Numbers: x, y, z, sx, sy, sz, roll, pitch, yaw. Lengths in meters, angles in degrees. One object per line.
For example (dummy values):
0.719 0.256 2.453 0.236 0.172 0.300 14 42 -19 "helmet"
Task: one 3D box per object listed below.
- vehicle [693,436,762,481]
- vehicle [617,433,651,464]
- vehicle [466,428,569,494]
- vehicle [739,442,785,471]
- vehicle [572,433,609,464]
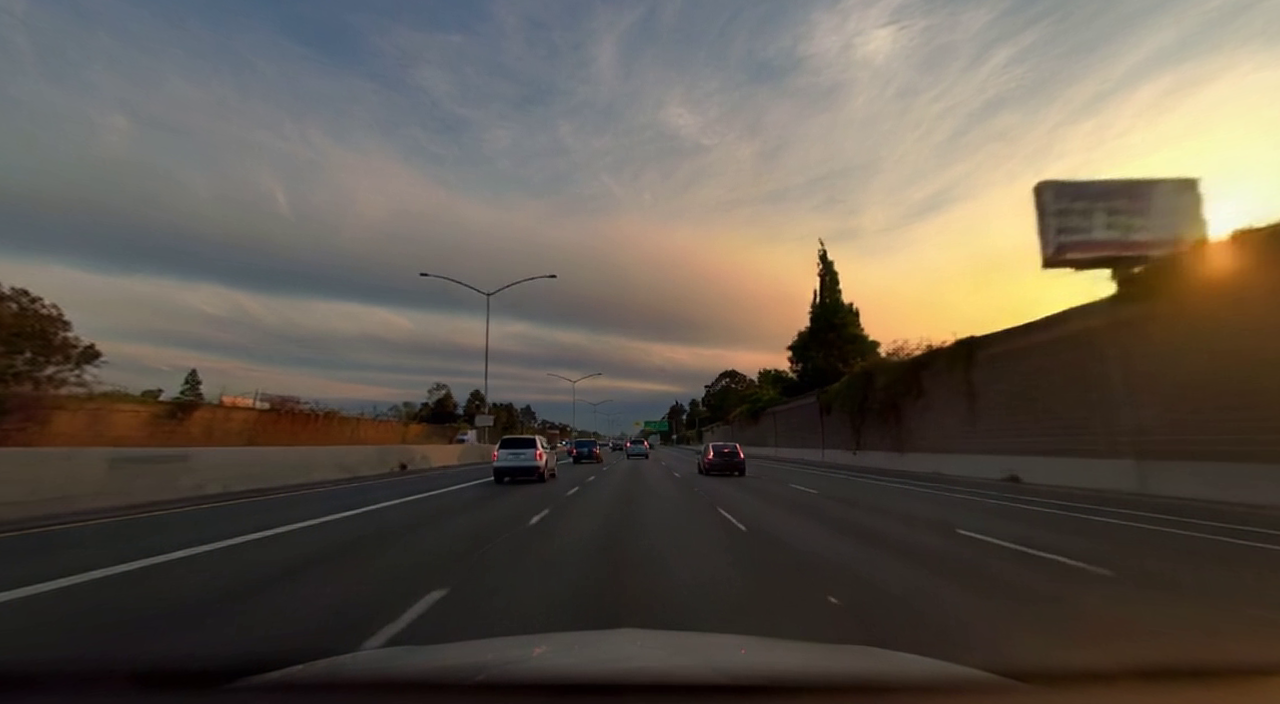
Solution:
3.590 4.479 26.769 2.224 1.752 4.487 0 -8 -1 "vehicle"
-0.415 7.371 48.392 2.485 2.215 5.199 0 -8 1 "vehicle"
-3.719 3.430 20.284 2.184 1.819 5.441 0 -8 0 "vehicle"
7.656 6.568 39.805 2.033 1.680 4.505 0 -8 0 "vehicle"
-3.686 7.265 47.496 2.378 2.214 4.352 0 -8 0 "vehicle"
